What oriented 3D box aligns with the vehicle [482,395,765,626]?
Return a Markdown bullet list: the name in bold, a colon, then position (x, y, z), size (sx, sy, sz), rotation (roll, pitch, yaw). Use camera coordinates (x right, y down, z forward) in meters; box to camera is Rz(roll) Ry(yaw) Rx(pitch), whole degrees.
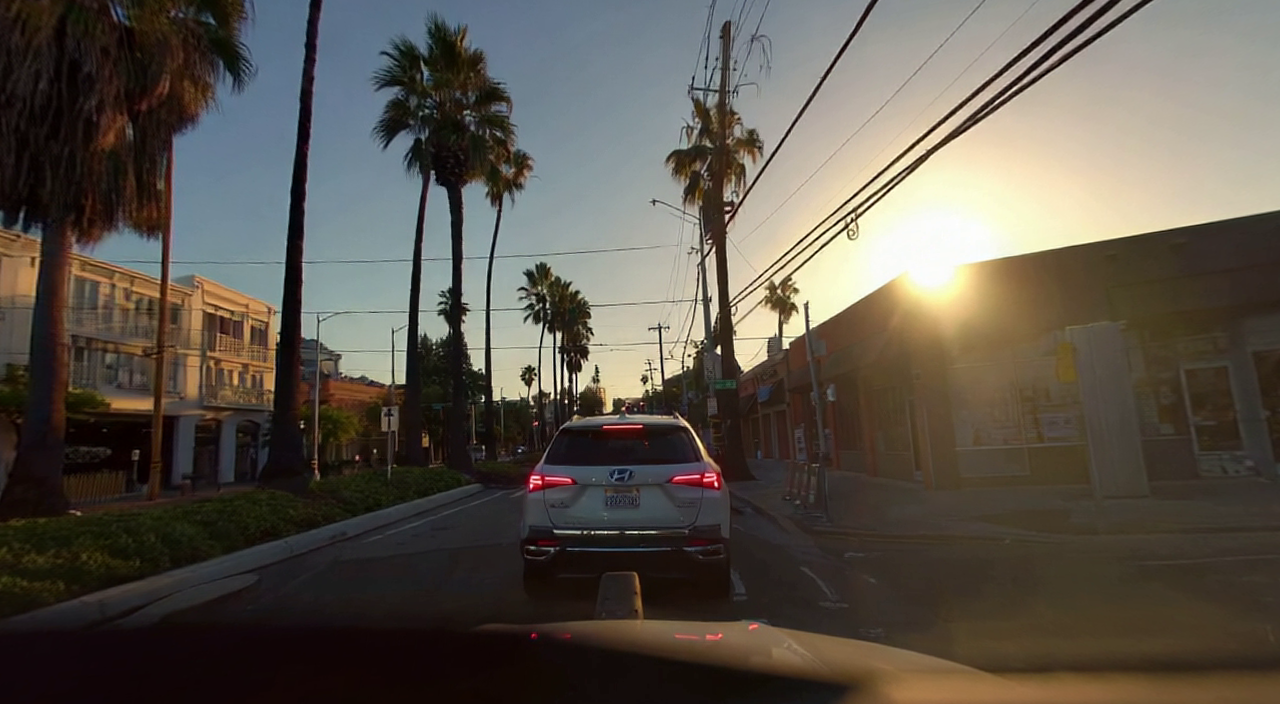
- **vehicle**: position (-0.204, 1.451, 6.679), size (2.105, 1.702, 3.750), rotation (0, -8, -3)
